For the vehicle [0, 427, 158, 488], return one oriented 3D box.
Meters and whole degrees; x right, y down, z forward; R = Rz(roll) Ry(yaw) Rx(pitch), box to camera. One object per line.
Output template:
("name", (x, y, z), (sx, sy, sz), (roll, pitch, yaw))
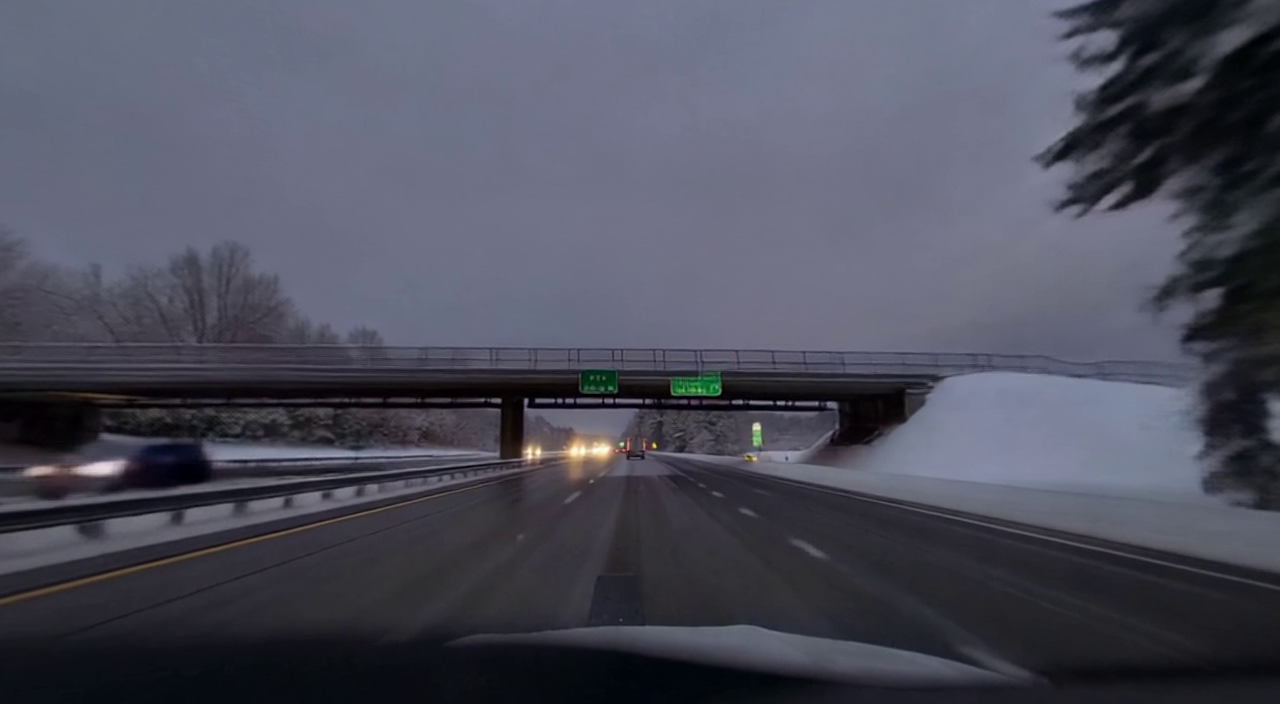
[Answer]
("vehicle", (-17.268, 3.209, 19.240), (1.955, 1.598, 4.057), (-2, -9, -1))
